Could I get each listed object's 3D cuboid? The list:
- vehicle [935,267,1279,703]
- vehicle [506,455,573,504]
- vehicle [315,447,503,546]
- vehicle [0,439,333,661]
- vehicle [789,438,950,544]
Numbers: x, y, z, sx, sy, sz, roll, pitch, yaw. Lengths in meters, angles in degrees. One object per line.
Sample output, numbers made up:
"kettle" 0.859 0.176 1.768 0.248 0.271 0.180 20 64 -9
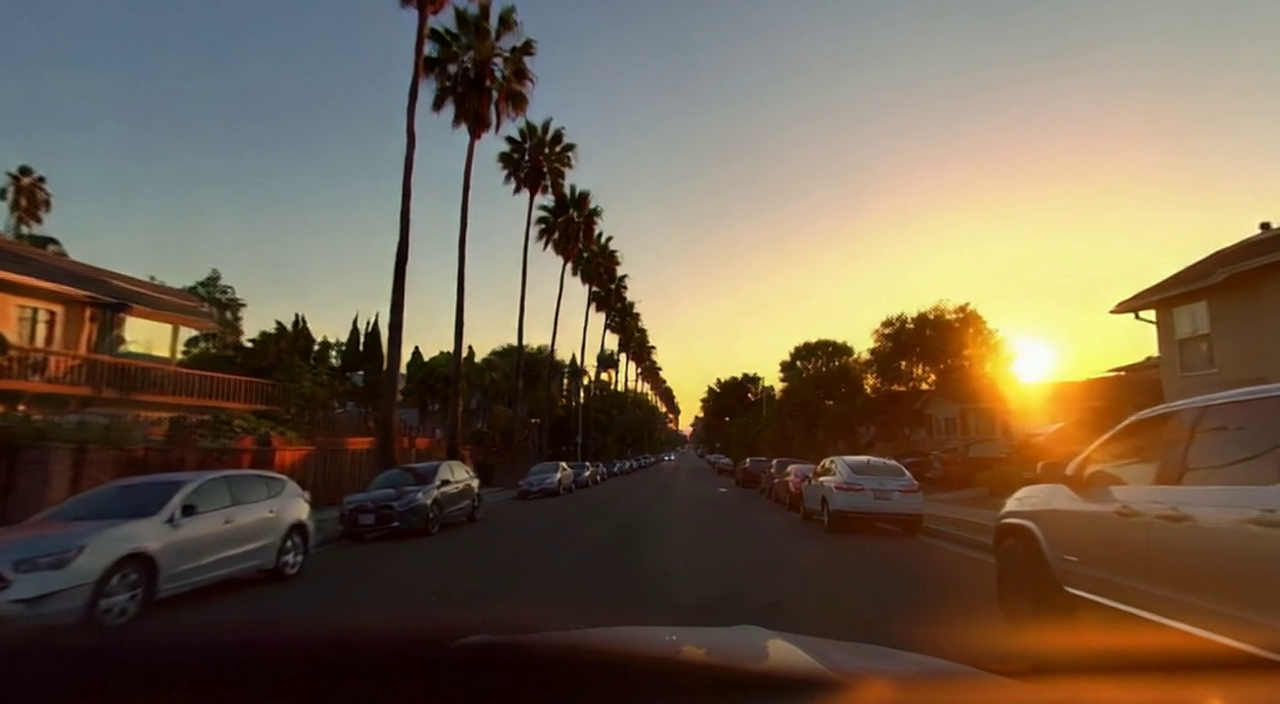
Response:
"vehicle" 4.106 0.852 3.041 2.649 2.232 6.576 0 -10 5
"vehicle" -4.134 5.353 26.695 1.947 1.803 4.381 -2 -11 2
"vehicle" -4.930 3.202 14.534 2.020 1.819 5.168 -2 -11 4
"vehicle" -5.296 1.907 6.904 1.816 1.697 3.777 -1 -11 3
"vehicle" 4.754 2.982 13.959 1.964 1.889 4.708 -1 -10 3
